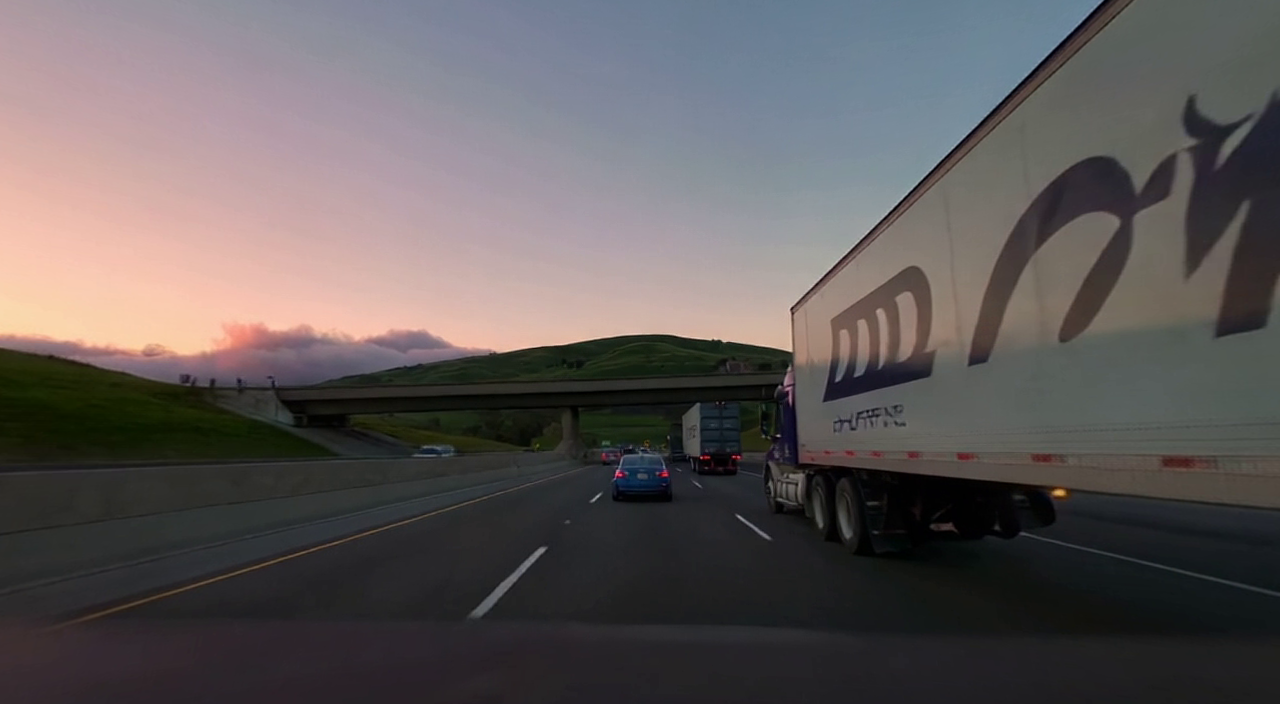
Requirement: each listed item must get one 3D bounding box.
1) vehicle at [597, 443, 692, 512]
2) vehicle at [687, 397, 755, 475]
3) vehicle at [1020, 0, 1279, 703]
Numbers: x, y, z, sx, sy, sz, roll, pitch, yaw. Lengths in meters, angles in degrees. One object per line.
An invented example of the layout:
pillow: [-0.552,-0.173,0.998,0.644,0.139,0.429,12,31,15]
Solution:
vehicle: [0.101,2.980,15.396,2.029,1.437,3.794,0,-9,0]
vehicle: [4.522,5.068,37.305,2.801,4.039,8.684,0,-9,0]
vehicle: [4.120,-0.509,0.140,2.802,3.956,8.291,0,-9,0]
